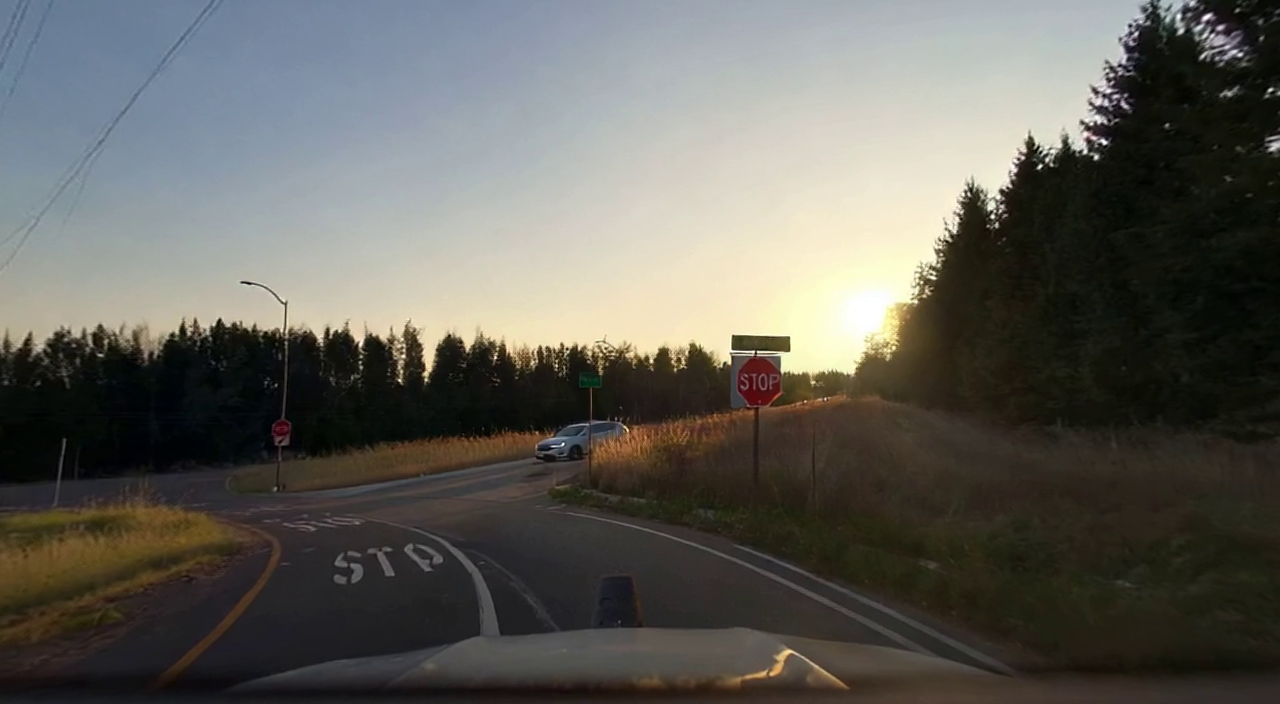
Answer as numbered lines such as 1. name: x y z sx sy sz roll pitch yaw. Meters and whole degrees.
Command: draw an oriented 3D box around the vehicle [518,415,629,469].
1. vehicle: -2.732 3.770 26.606 1.914 1.574 4.403 -11 -6 41
